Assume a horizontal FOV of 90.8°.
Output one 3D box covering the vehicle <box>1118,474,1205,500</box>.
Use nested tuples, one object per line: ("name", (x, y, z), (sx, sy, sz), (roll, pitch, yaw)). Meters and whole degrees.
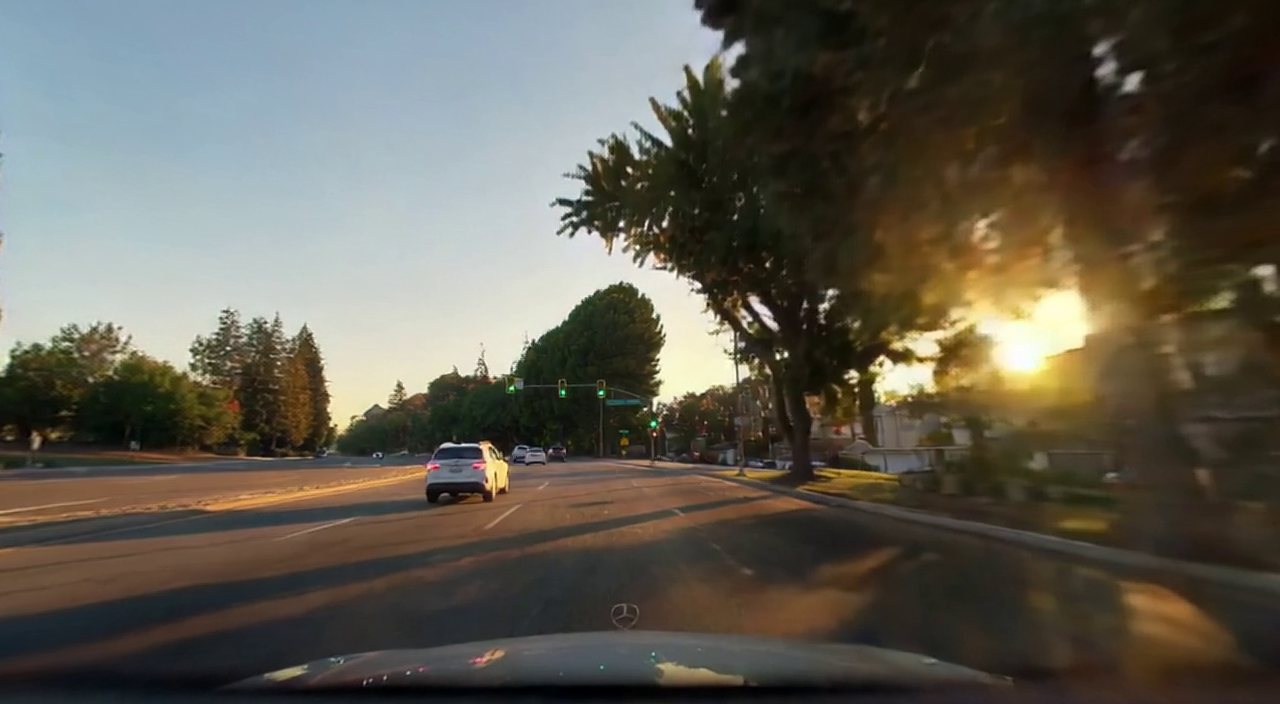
("vehicle", (35.570, 9.204, 43.245), (1.792, 1.475, 4.462), (1, -8, -8))

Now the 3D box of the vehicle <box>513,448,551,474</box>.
("vehicle", (-6.518, 6.572, 38.406), (1.904, 1.476, 3.736), (0, -8, -5))

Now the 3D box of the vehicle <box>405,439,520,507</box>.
("vehicle", (-4.760, 3.288, 17.710), (2.098, 1.613, 4.606), (0, -8, -3))

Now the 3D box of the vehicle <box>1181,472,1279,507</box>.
("vehicle", (36.132, 8.200, 38.007), (1.953, 1.686, 5.424), (1, -8, -6))
